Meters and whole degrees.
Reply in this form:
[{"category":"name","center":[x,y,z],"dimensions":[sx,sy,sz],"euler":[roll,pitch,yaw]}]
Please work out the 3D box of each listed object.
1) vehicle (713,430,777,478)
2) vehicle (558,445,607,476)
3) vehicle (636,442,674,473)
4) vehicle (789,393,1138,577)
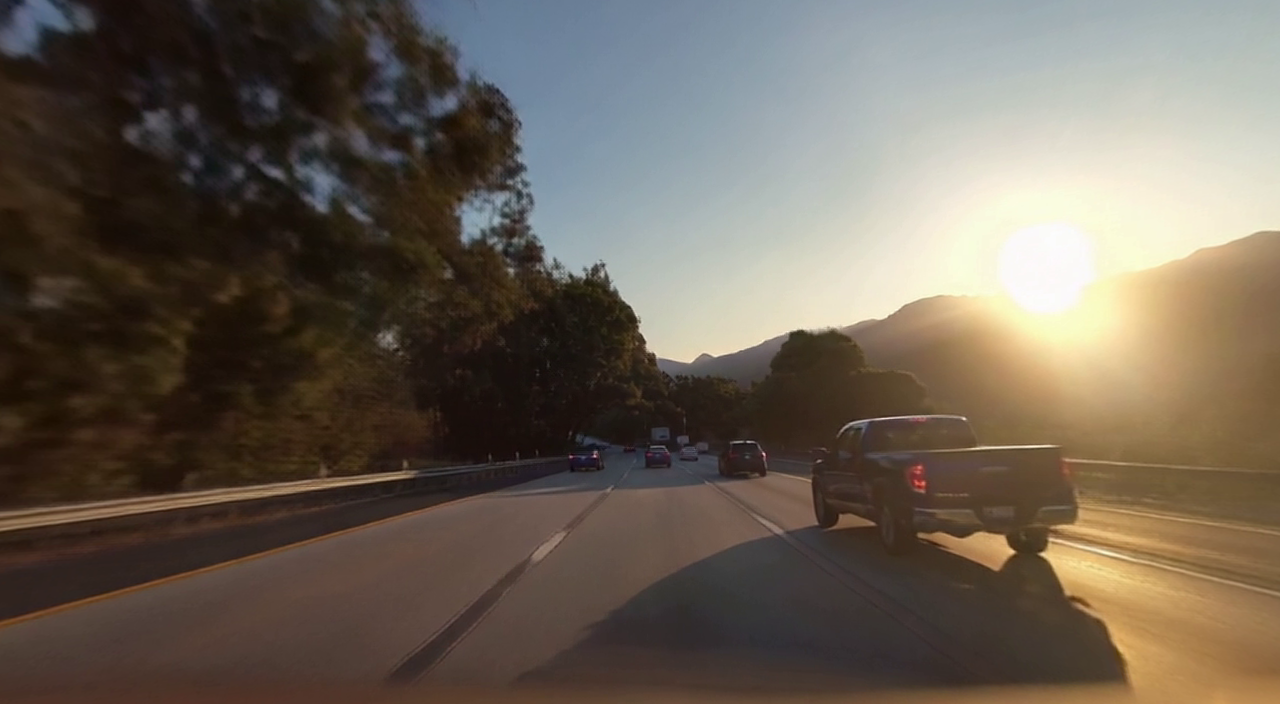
[{"category":"vehicle","center":[4.679,4.612,28.753],"dimensions":[2.057,1.958,4.495],"euler":[0,-9,-1]},{"category":"vehicle","center":[-3.031,5.840,34.188],"dimensions":[2.109,1.530,4.646],"euler":[0,-8,1]},{"category":"vehicle","center":[0.768,5.715,34.402],"dimensions":[1.959,1.604,4.065],"euler":[0,-8,0]},{"category":"vehicle","center":[3.895,1.742,9.112],"dimensions":[2.229,1.837,5.387],"euler":[0,-8,1]}]
